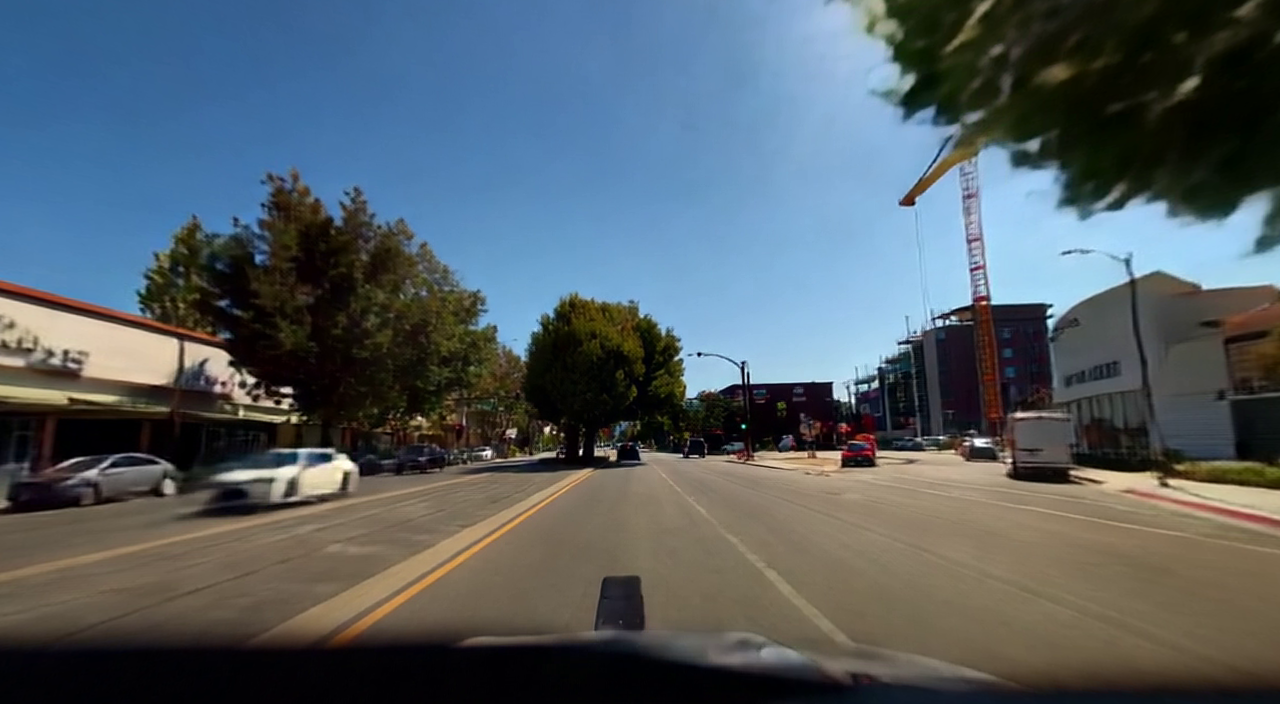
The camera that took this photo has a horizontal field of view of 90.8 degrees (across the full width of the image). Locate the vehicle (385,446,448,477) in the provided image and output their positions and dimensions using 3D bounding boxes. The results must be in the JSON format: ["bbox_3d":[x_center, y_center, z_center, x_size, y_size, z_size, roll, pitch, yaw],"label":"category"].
[{"bbox_3d":[-12.096,5.938,34.514,1.897,1.557,4.218,0,-8,0],"label":"vehicle"}]

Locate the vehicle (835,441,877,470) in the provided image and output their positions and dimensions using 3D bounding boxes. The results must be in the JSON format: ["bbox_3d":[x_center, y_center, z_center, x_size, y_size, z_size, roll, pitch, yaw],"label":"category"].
[{"bbox_3d":[12.449,5.908,36.257,1.961,1.485,4.762,-4,-9,22],"label":"vehicle"}]

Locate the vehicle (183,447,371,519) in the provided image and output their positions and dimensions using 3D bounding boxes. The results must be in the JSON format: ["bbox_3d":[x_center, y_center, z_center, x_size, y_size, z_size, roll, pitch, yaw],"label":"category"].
[{"bbox_3d":[-8.484,3.053,15.354,1.960,1.461,4.433,0,-9,0],"label":"vehicle"}]

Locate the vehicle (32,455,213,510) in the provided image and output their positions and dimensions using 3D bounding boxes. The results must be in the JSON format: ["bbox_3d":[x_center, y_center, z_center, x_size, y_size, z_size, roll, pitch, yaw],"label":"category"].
[{"bbox_3d":[-16.293,4.089,20.301,1.852,1.476,4.704,0,-9,-1],"label":"vehicle"}]

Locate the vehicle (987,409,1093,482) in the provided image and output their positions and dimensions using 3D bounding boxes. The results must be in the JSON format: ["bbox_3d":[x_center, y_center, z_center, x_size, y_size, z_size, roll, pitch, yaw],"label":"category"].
[{"bbox_3d":[16.859,3.994,27.068,2.311,2.722,5.823,-3,-9,18],"label":"vehicle"}]

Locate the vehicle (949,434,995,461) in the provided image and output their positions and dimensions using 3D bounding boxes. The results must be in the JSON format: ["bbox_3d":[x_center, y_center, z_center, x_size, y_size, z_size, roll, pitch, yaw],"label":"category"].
[{"bbox_3d":[25.224,7.297,48.149,2.159,1.920,4.948,-3,-9,17],"label":"vehicle"}]
